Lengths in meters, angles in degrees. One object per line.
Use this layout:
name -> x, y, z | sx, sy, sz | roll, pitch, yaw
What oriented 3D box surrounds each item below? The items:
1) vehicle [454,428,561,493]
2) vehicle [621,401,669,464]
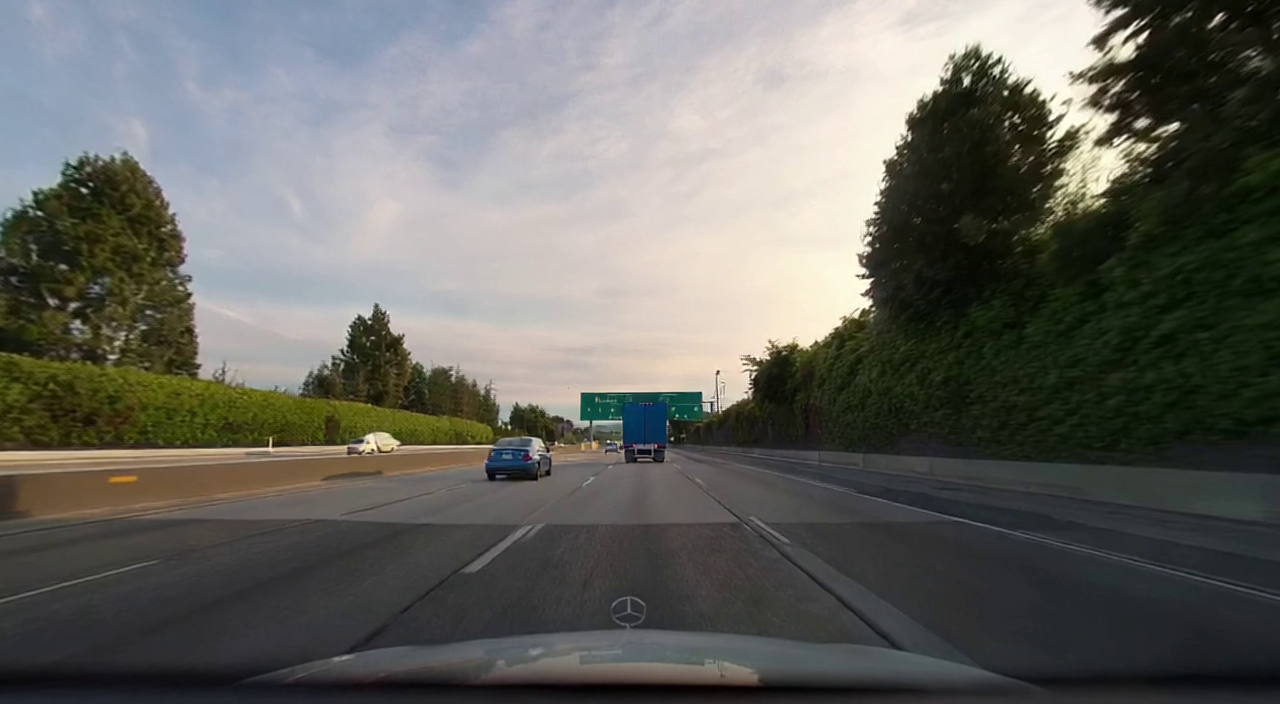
vehicle -> -3.854, 3.237, 19.252 | 2.186, 1.716, 4.672 | 0, -8, 1
vehicle -> 0.326, 6.306, 48.497 | 3.078, 4.031, 16.069 | 0, -8, 0
